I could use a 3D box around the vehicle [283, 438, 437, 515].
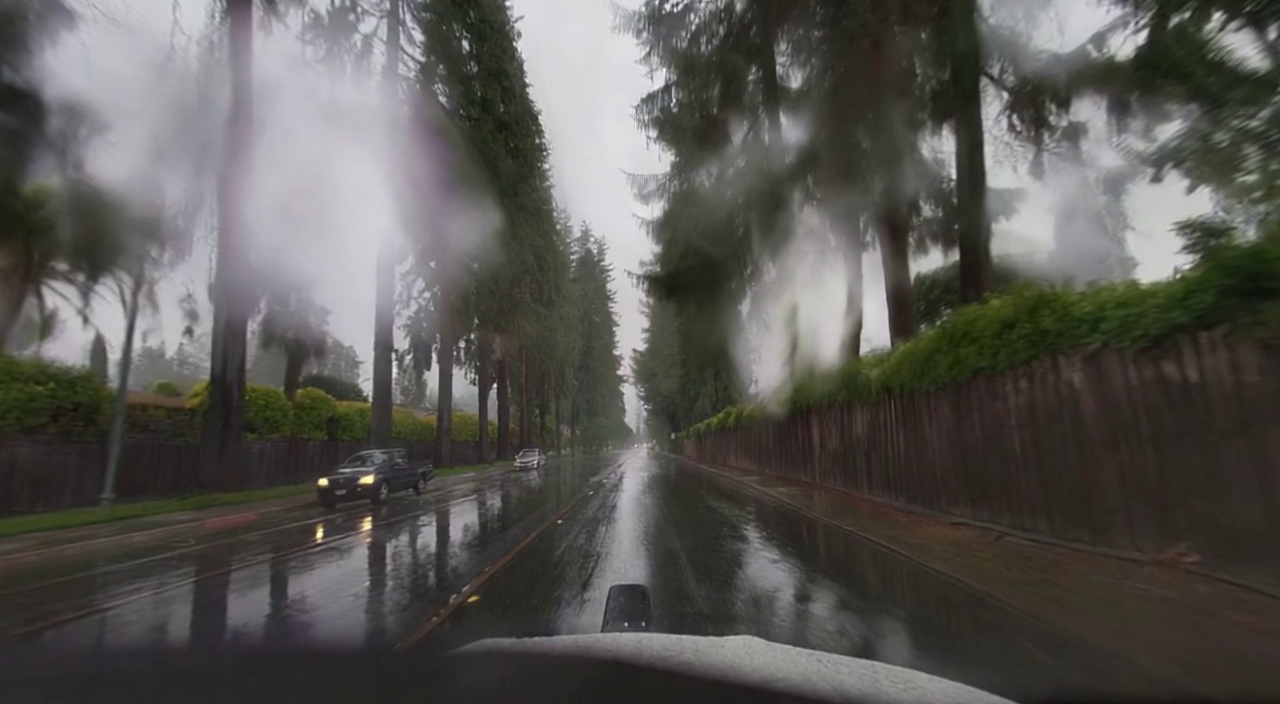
[{"bbox_3d":[-7.426,3.281,17.323,1.999,1.714,4.517,-3,-8,3],"label":"vehicle"}]

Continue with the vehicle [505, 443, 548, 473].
[{"bbox_3d":[-7.444,6.993,41.746,1.945,1.760,4.021,-3,-8,2],"label":"vehicle"}]
